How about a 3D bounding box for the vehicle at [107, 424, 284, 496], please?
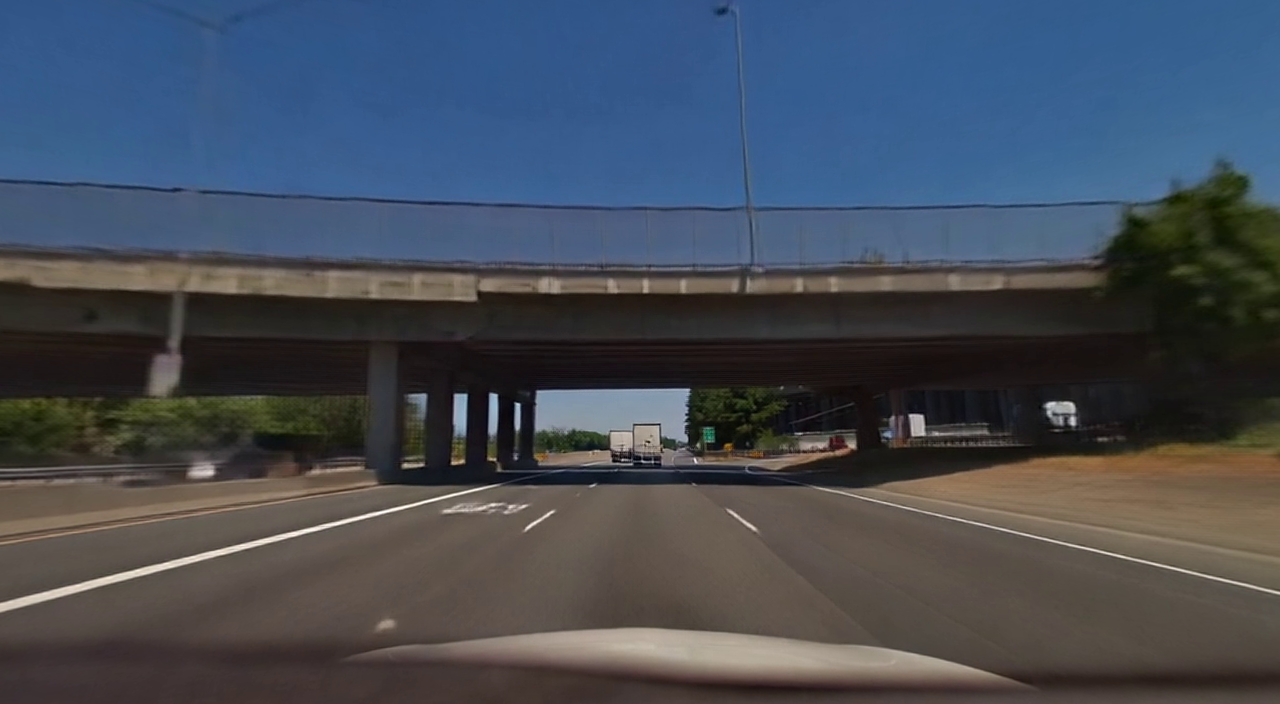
[{"bbox_3d":[-16.109,3.968,23.432,2.230,2.282,5.752,-1,-9,1],"label":"vehicle"}]
